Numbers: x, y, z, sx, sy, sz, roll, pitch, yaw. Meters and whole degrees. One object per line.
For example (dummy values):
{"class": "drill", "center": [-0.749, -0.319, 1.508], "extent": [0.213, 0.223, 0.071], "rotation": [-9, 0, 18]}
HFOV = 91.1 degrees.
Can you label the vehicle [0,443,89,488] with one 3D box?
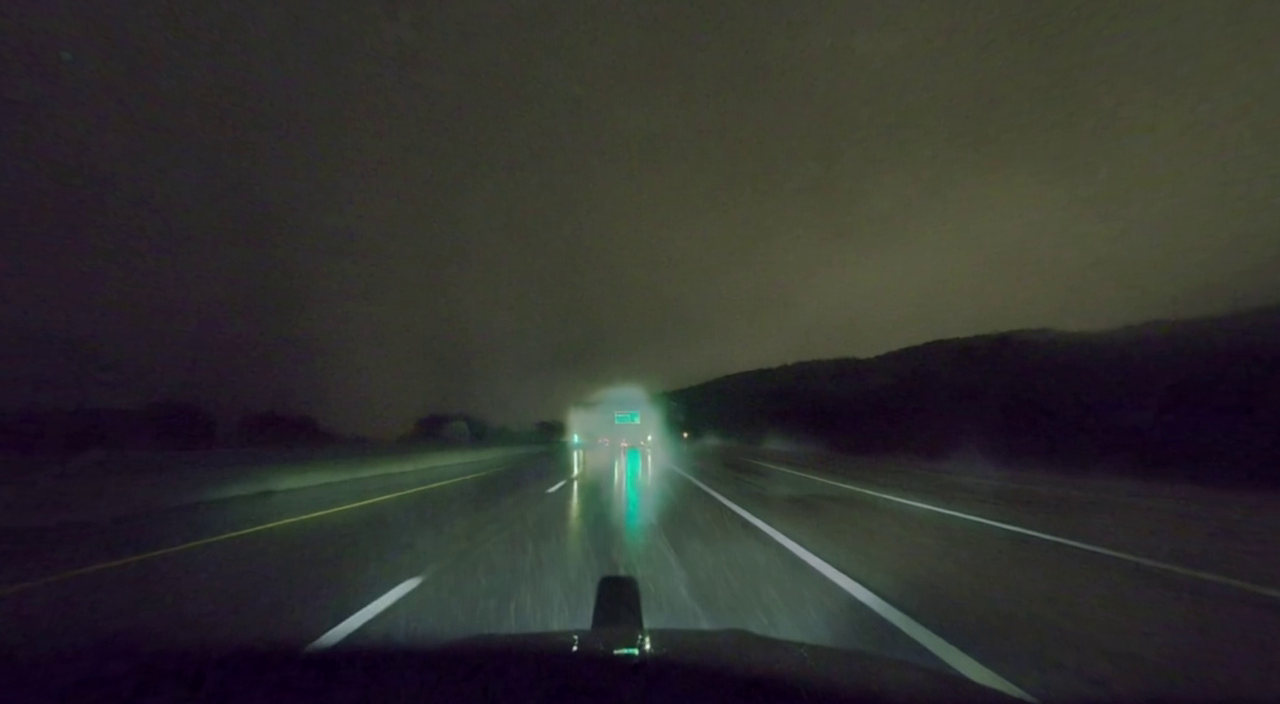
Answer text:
{"class": "vehicle", "center": [-23.211, 4.161, 23.185], "extent": [1.858, 1.508, 4.267], "rotation": [0, -8, 0]}
